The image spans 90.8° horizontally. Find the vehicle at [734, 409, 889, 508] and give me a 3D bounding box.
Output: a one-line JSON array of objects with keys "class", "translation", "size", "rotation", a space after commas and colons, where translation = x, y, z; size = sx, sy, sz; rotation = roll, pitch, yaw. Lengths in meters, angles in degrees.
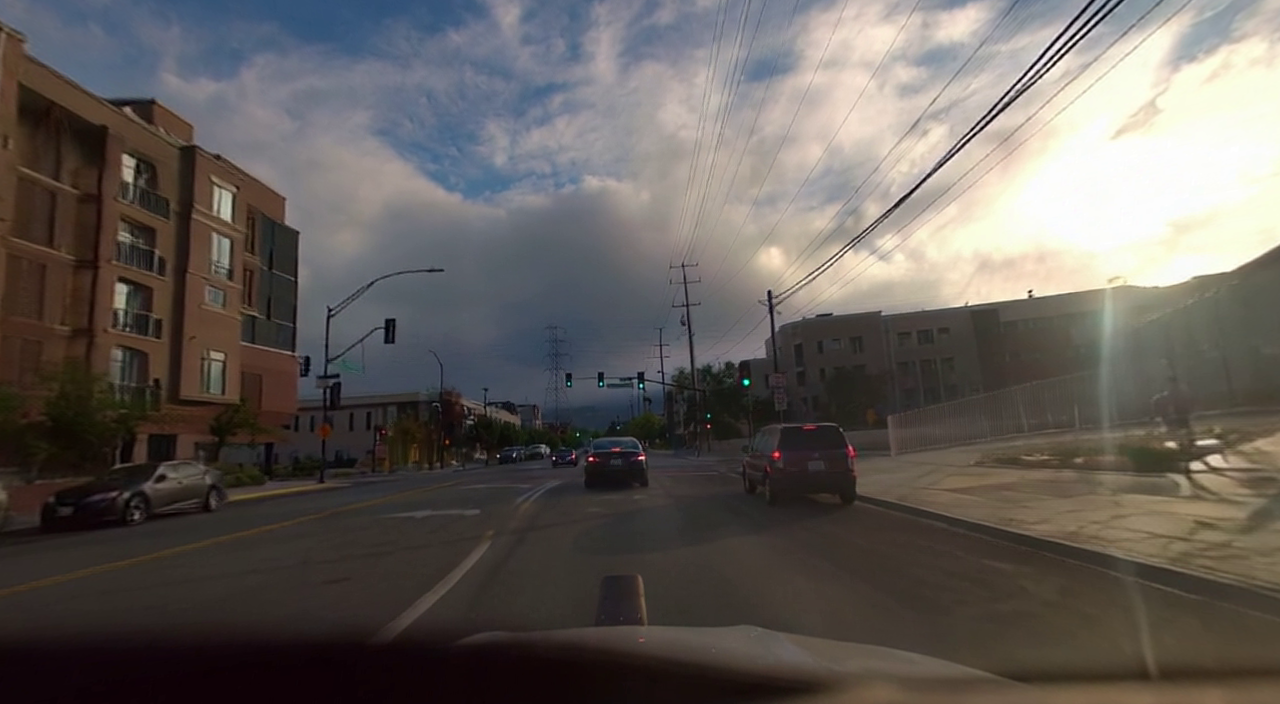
[{"class": "vehicle", "translation": [3.777, 2.478, 15.110], "size": [2.248, 1.945, 5.011], "rotation": [0, -8, 0]}]

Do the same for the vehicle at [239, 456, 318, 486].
[{"class": "vehicle", "translation": [-25.402, 8.382, 44.484], "size": [4.337, 1.739, 1.981], "rotation": [-4, -11, -1]}]

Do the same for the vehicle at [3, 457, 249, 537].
[{"class": "vehicle", "translation": [-11.921, 3.337, 15.221], "size": [1.910, 1.498, 4.662], "rotation": [-1, -8, 2]}]

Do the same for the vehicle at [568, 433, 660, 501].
[{"class": "vehicle", "translation": [-0.573, 2.820, 15.913], "size": [2.019, 1.453, 4.129], "rotation": [0, -8, 0]}]
